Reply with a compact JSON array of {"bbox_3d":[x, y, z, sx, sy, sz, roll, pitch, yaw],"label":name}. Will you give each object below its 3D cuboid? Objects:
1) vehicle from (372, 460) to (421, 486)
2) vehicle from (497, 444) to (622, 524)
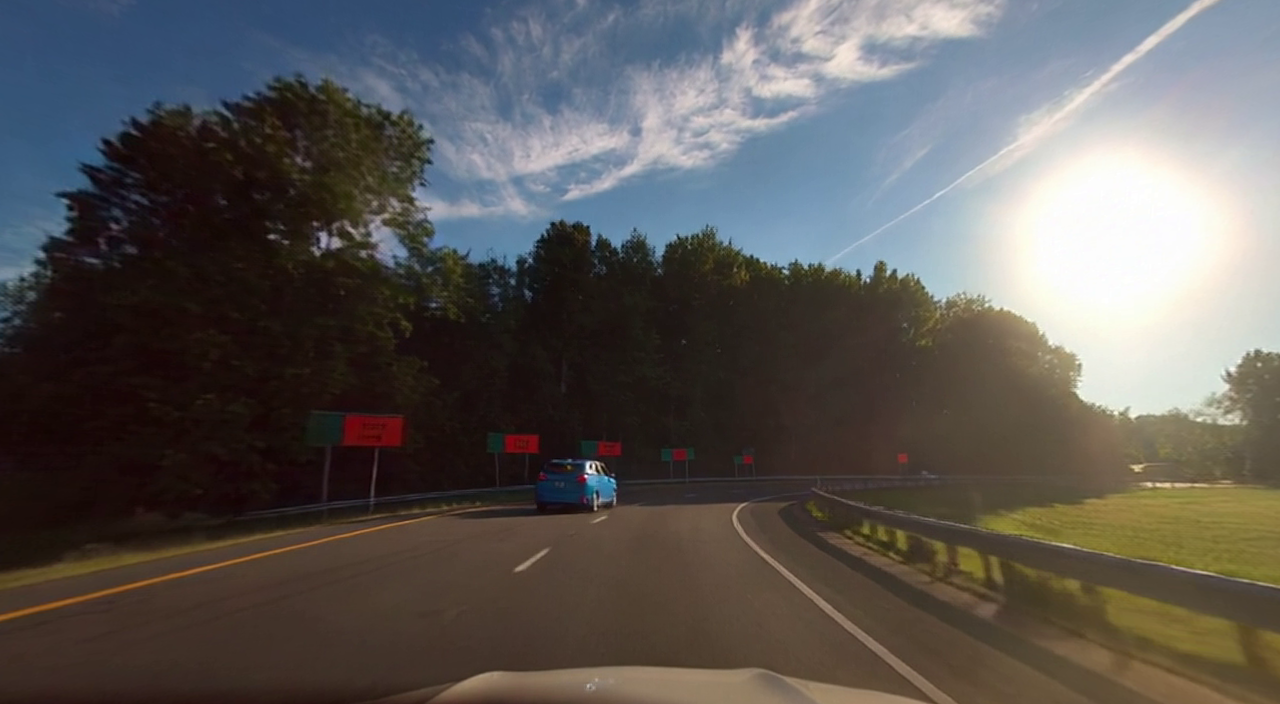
[{"bbox_3d":[-15.204,7.584,39.542,1.758,1.470,3.823,1,-10,-5],"label":"vehicle"},{"bbox_3d":[-1.849,3.306,16.106,1.997,1.692,4.422,-1,-10,9],"label":"vehicle"}]
